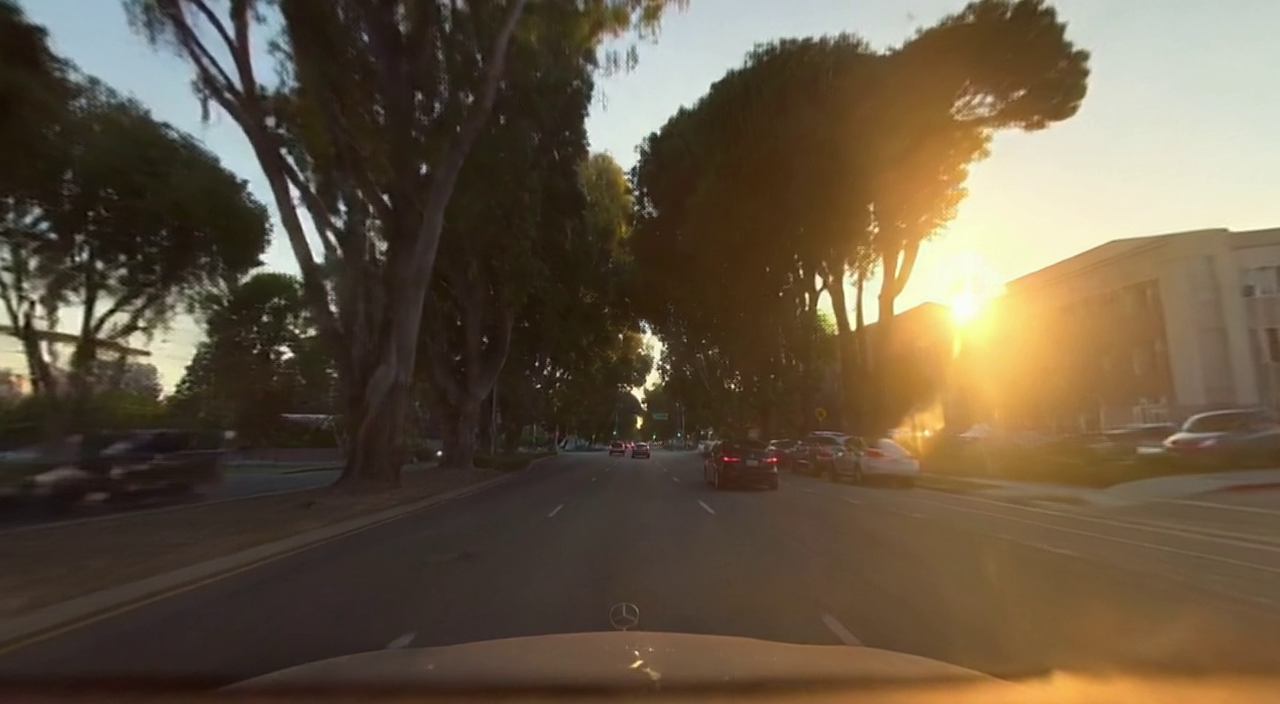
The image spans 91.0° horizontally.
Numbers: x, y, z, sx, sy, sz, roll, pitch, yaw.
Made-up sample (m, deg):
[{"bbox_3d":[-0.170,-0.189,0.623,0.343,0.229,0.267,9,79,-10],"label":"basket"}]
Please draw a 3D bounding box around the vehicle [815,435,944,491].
[{"bbox_3d":[7.483,3.519,20.374,2.068,1.558,5.058,0,-9,-2],"label":"vehicle"}]

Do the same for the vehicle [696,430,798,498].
[{"bbox_3d":[2.823,3.060,17.573,2.022,1.656,4.025,0,-9,-1],"label":"vehicle"}]

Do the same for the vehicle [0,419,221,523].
[{"bbox_3d":[-11.437,2.364,13.060,2.207,1.745,4.717,0,-9,0],"label":"vehicle"}]
